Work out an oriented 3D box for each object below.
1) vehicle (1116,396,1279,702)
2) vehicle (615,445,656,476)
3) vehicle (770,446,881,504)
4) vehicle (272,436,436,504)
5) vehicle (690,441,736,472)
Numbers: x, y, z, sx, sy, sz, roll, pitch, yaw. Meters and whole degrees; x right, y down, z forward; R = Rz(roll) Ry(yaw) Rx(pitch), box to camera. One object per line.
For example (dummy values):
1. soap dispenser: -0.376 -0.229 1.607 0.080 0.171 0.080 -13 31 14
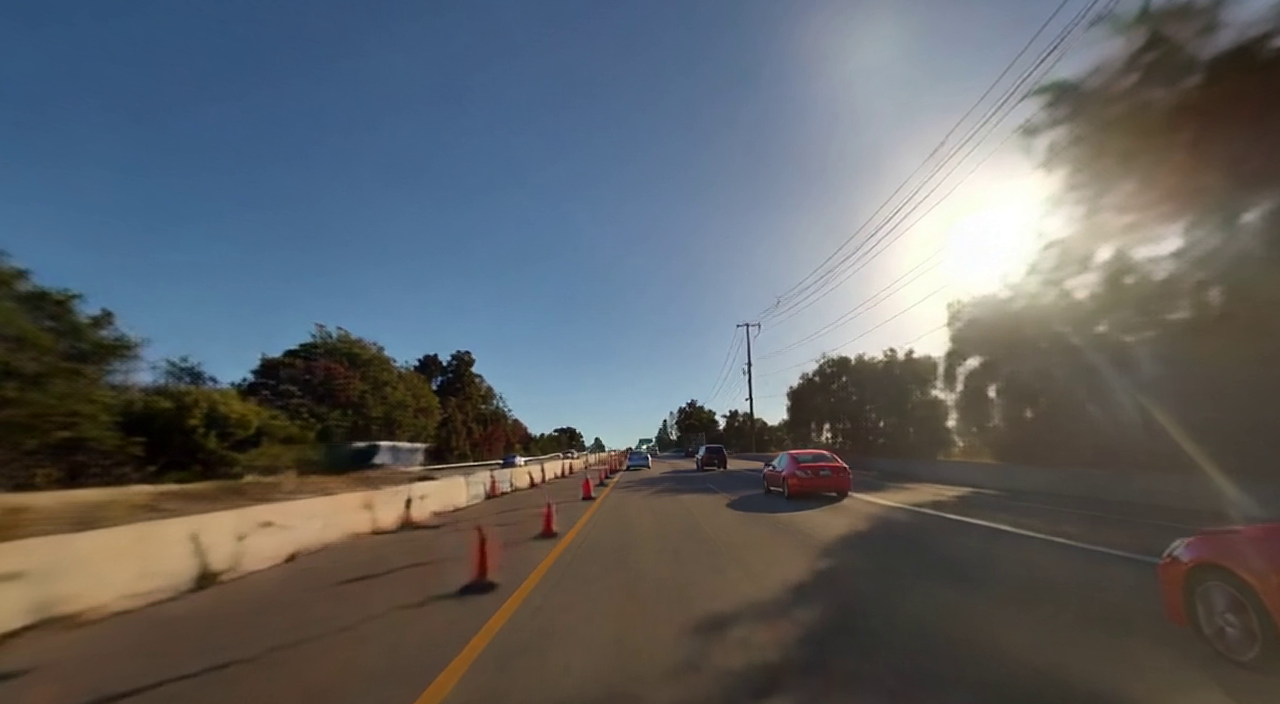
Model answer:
1. vehicle: 4.310 0.843 2.045 1.997 1.568 4.529 0 -8 0
2. vehicle: -0.207 5.911 34.581 2.096 1.583 4.150 0 -8 1
3. vehicle: 5.020 3.366 17.724 1.881 1.409 4.016 0 -8 0
4. vehicle: -8.000 3.323 18.350 2.308 1.694 4.945 0 -8 2
5. vehicle: 5.001 7.203 43.859 2.559 1.943 5.610 0 -8 1
